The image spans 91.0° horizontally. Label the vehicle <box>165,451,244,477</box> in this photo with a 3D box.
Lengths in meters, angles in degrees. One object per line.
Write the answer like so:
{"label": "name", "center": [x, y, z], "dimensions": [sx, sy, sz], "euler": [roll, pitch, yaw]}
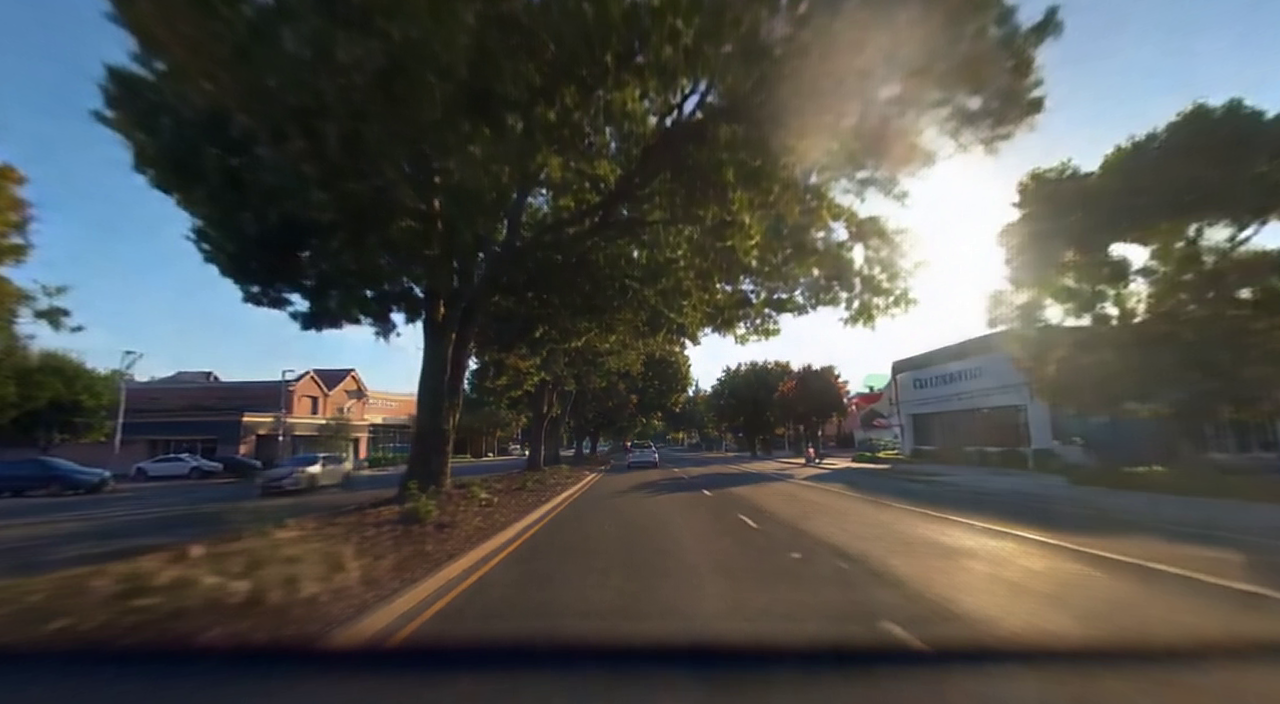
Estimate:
{"label": "vehicle", "center": [-31.171, 8.011, 45.258], "dimensions": [1.952, 1.729, 5.170], "euler": [0, -8, 0]}

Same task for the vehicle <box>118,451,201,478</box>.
{"label": "vehicle", "center": [-34.379, 8.055, 45.237], "dimensions": [2.034, 1.742, 4.830], "euler": [0, -8, 1]}

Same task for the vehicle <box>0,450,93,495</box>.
{"label": "vehicle", "center": [-28.194, 5.492, 29.105], "dimensions": [2.061, 1.871, 5.360], "euler": [2, -9, -14]}

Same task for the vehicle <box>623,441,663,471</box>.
{"label": "vehicle", "center": [0.123, 5.471, 33.319], "dimensions": [1.998, 1.452, 3.773], "euler": [0, -8, -1]}

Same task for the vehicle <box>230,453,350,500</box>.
{"label": "vehicle", "center": [-12.489, 4.436, 22.830], "dimensions": [1.833, 1.469, 4.343], "euler": [0, -9, 0]}
